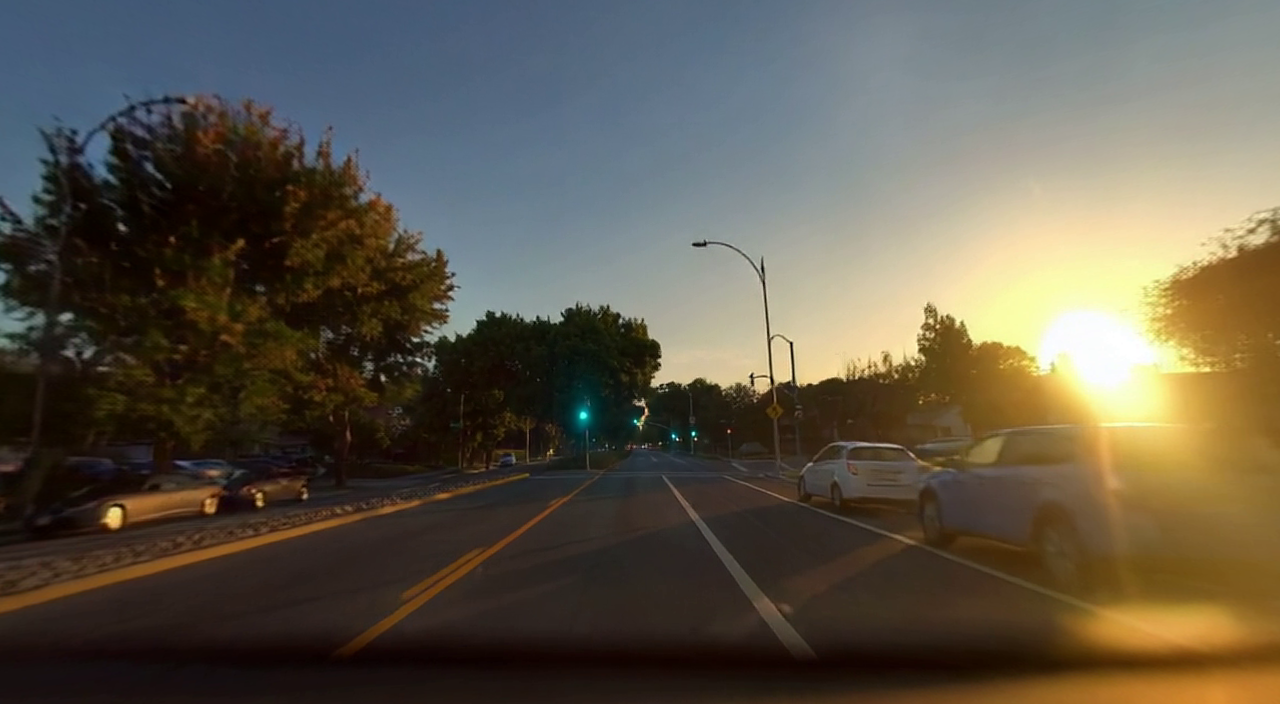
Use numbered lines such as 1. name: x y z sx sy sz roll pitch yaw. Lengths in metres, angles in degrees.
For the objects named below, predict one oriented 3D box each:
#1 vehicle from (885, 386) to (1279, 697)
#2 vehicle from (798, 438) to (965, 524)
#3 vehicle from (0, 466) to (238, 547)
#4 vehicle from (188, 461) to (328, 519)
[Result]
1. vehicle: 4.649 1.455 6.303 2.218 1.789 5.146 0 -8 -1
2. vehicle: 4.904 2.641 13.593 1.915 1.521 4.375 0 -8 1
3. vehicle: -12.607 3.703 15.715 1.983 1.513 4.662 0 -8 2
4. vehicle: -12.474 4.499 20.993 1.851 1.472 4.532 -1 -7 0
